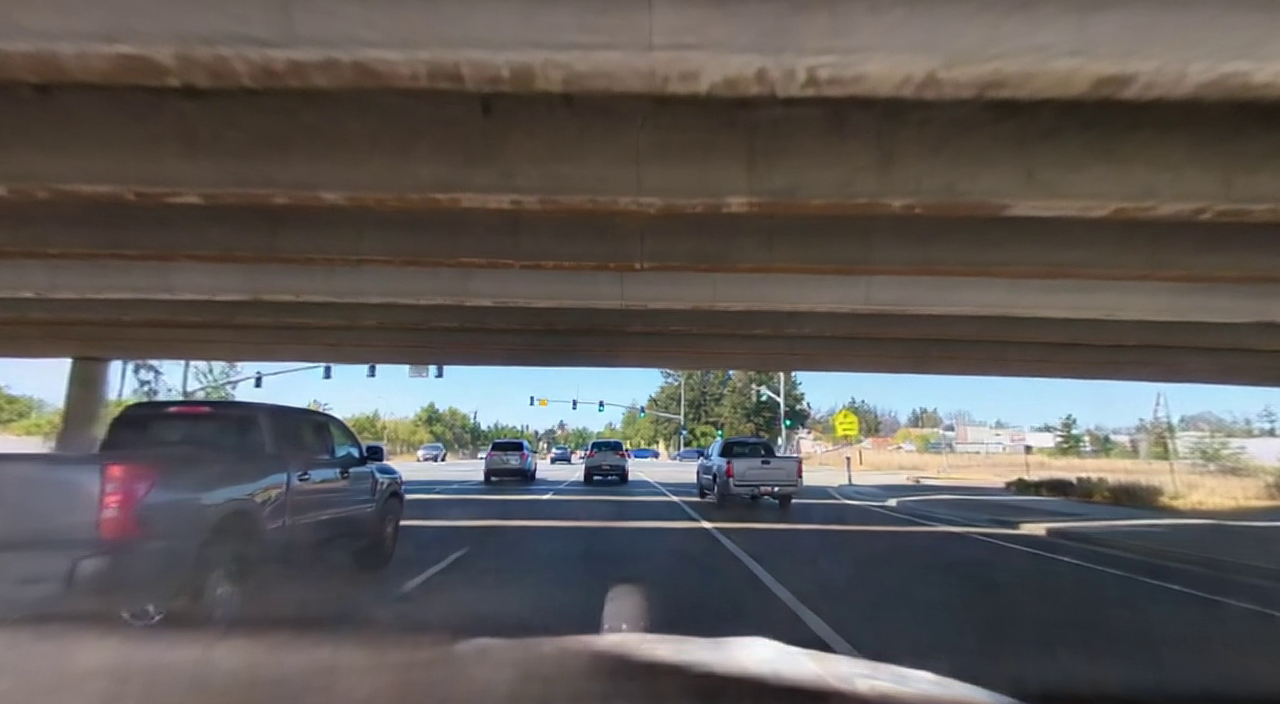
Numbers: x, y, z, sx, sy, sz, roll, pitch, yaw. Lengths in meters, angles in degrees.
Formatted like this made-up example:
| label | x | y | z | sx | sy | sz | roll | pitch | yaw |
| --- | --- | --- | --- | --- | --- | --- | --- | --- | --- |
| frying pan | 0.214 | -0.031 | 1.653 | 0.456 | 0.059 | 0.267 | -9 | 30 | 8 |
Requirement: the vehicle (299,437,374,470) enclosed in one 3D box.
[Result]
| label | x | y | z | sx | sy | sz | roll | pitch | yaw |
| --- | --- | --- | --- | --- | --- | --- | --- | --- | --- |
| vehicle | -17.258 | 5.776 | 36.133 | 2.013 | 1.744 | 5.015 | 1 | -8 | -4 |

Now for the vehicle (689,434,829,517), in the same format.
| label | x | y | z | sx | sy | sz | roll | pitch | yaw |
| --- | --- | --- | --- | --- | --- | --- | --- | --- | --- |
| vehicle | 2.735 | 3.005 | 16.061 | 2.234 | 1.720 | 5.378 | 1 | -8 | -3 |

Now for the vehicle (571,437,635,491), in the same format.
| label | x | y | z | sx | sy | sz | roll | pitch | yaw |
| --- | --- | --- | --- | --- | --- | --- | --- | --- | --- |
| vehicle | -1.287 | 3.958 | 22.558 | 2.097 | 1.748 | 3.794 | 0 | -8 | -2 |

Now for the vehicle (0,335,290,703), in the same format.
| label | x | y | z | sx | sy | sz | roll | pitch | yaw |
| --- | --- | --- | --- | --- | --- | --- | --- | --- | --- |
| vehicle | -4.087 | 0.853 | 3.121 | 2.074 | 1.814 | 4.596 | 0 | -8 | -1 |

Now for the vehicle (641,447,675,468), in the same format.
| label | x | y | z | sx | sy | sz | roll | pitch | yaw |
| --- | --- | --- | --- | --- | --- | --- | --- | --- | --- |
| vehicle | 1.277 | 7.688 | 46.199 | 2.026 | 1.457 | 3.969 | 1 | -8 | -6 |

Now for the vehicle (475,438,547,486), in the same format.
| label | x | y | z | sx | sy | sz | roll | pitch | yaw |
| --- | --- | --- | --- | --- | --- | --- | --- | --- | --- |
| vehicle | -4.978 | 4.293 | 24.947 | 2.127 | 1.720 | 4.064 | 0 | -8 | -2 |
